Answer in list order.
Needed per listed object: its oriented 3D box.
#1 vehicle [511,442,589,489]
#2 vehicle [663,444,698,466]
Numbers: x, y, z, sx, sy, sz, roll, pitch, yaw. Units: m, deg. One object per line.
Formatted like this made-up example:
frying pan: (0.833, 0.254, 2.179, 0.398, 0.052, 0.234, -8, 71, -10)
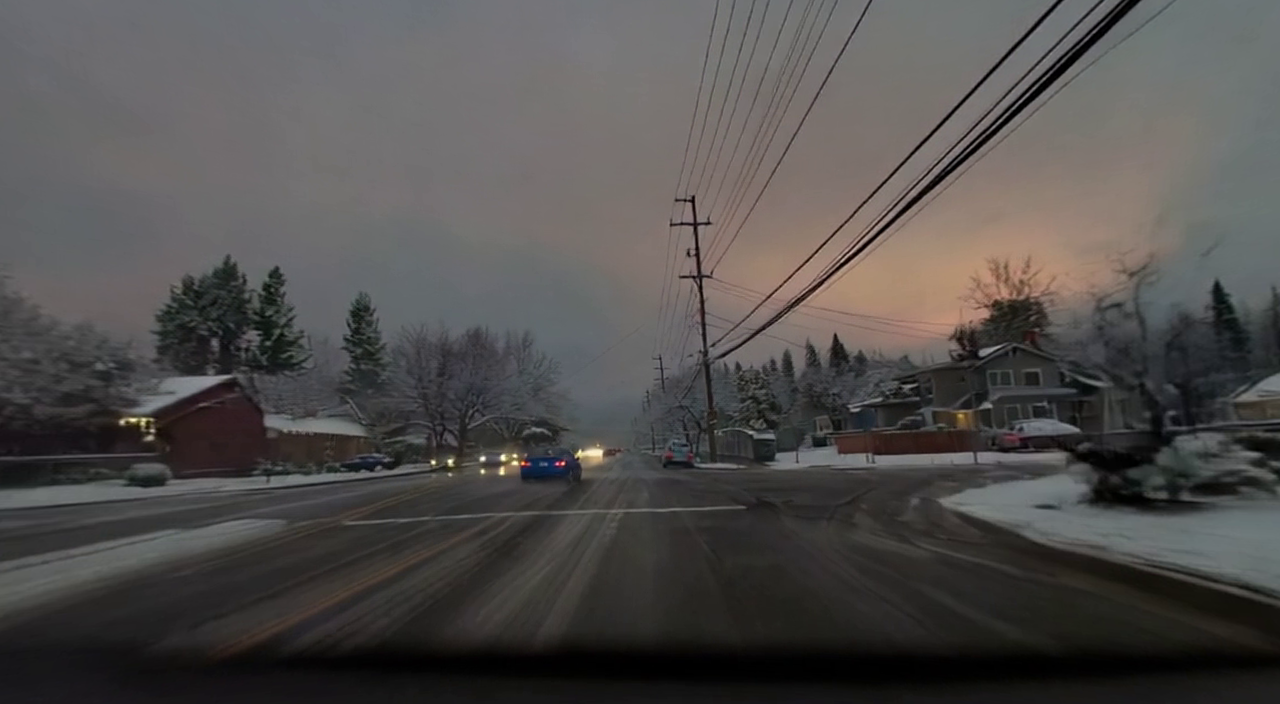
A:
vehicle: (-3.013, 3.907, 22.160, 2.041, 1.471, 4.602, 0, -8, 0)
vehicle: (2.852, 7.362, 45.262, 2.074, 1.450, 4.621, 0, -8, -2)
